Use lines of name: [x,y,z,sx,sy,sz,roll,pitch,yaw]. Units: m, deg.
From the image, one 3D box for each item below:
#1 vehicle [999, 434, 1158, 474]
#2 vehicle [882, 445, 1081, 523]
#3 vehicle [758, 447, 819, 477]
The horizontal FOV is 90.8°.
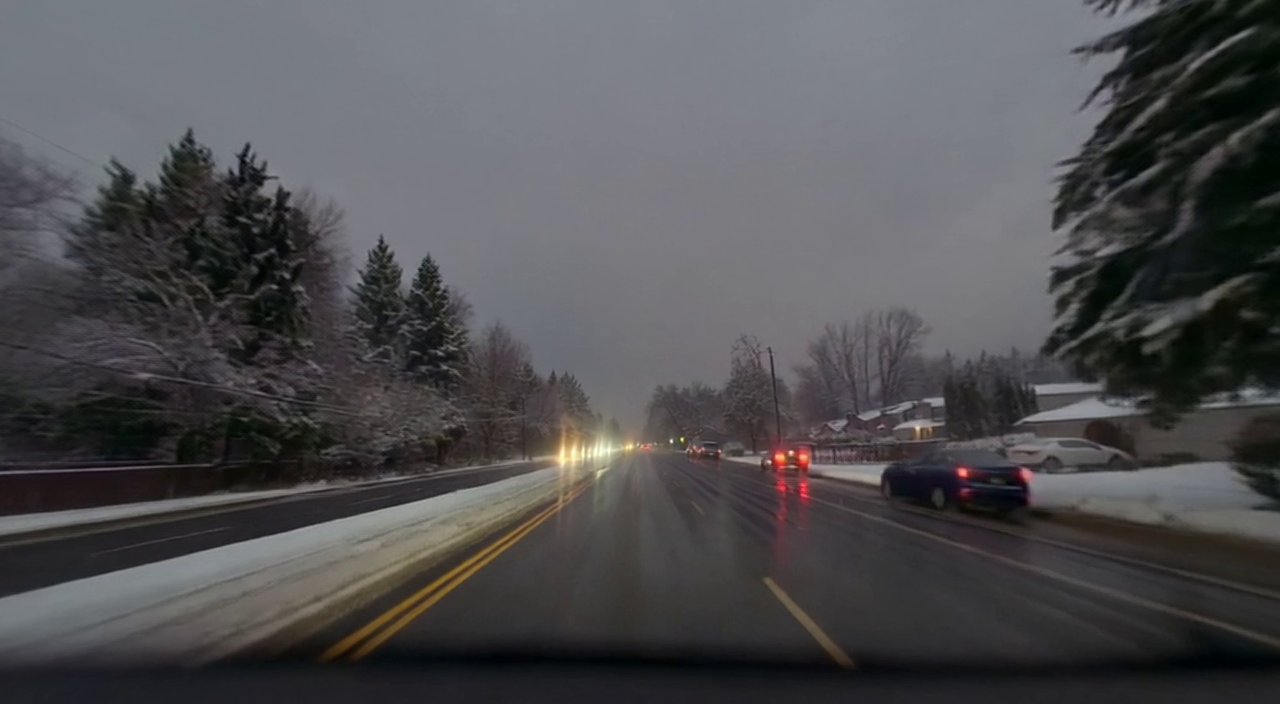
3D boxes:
vehicle: [17.749,4.151,25.760,4.793,1.537,2.353,1,-9,-5]
vehicle: [7.393,2.866,14.372,2.010,1.469,4.548,0,-9,1]
vehicle: [7.581,5.661,32.735,1.967,1.449,4.645,0,-9,-1]
